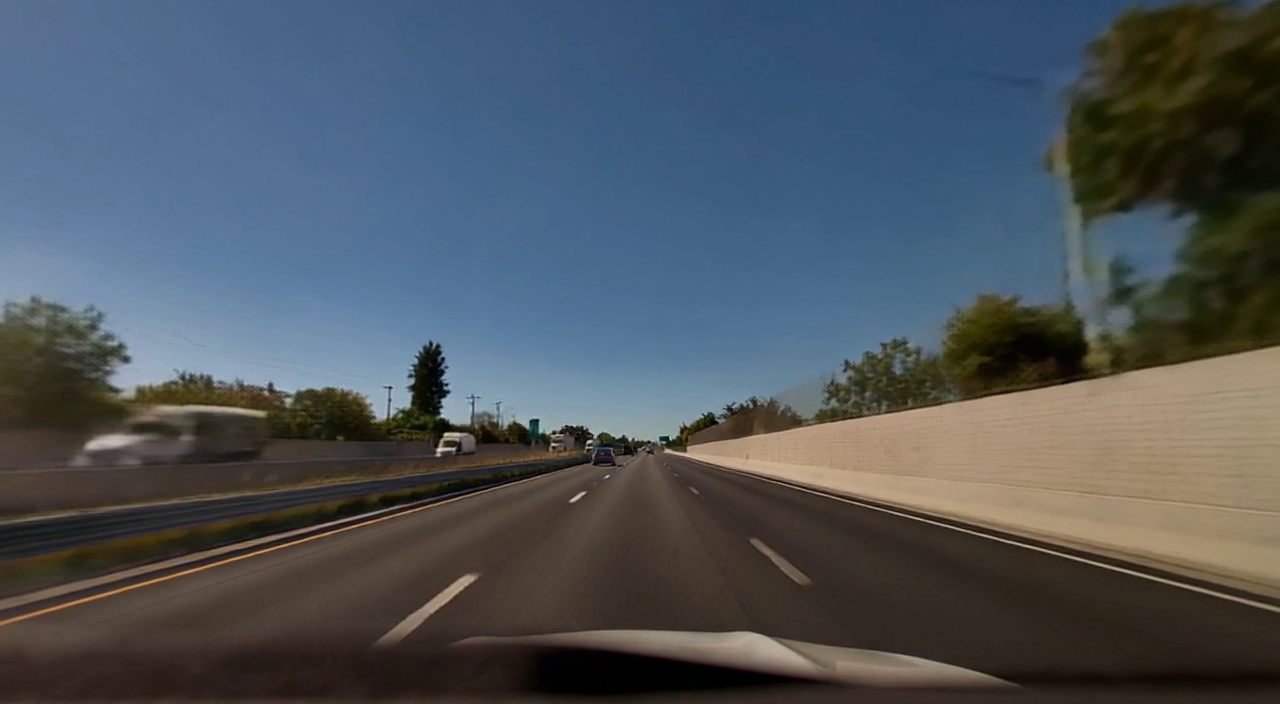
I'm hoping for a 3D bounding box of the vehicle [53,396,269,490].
[{"bbox_3d":[-18.162,3.611,24.762,2.576,3.132,7.322,0,-9,0],"label":"vehicle"}]

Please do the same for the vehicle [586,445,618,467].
[{"bbox_3d":[-2.679,7.556,45.966,1.991,1.473,4.707,0,-9,1],"label":"vehicle"}]
